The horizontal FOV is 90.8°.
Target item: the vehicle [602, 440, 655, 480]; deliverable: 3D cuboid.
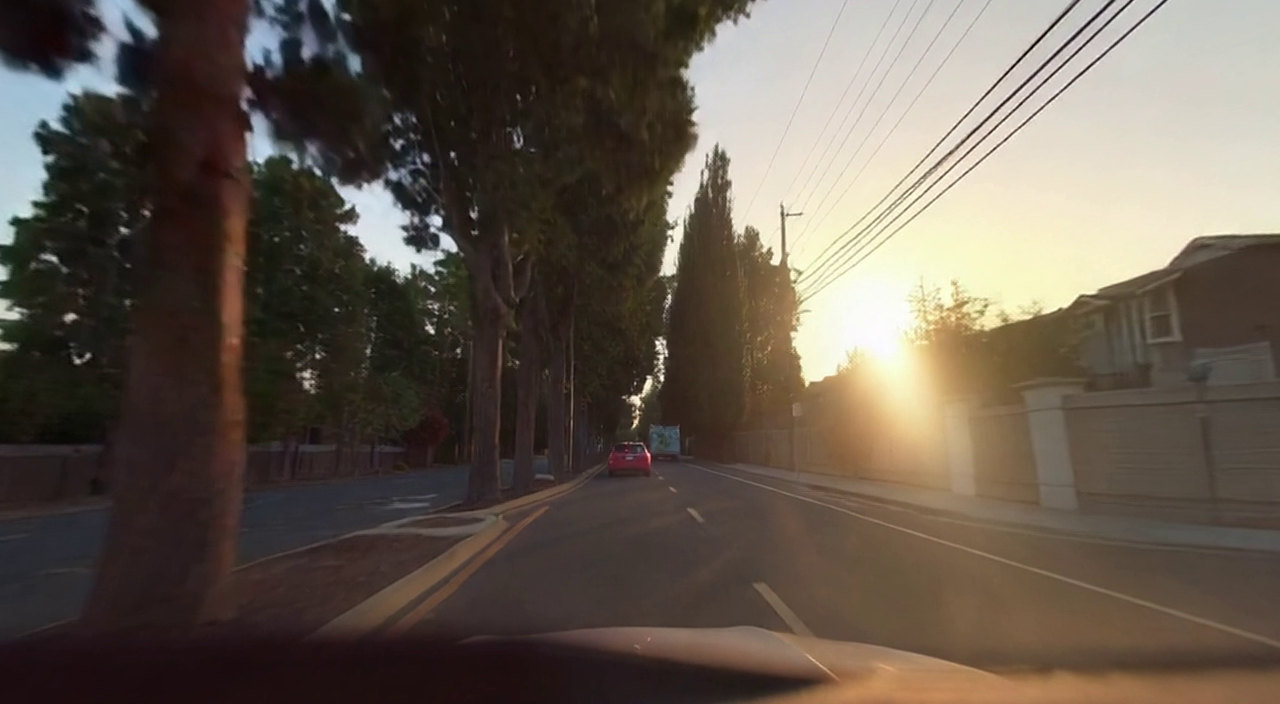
[{"bbox_3d":[-0.463,4.419,26.150,2.018,1.511,3.993,0,-8,-1],"label":"vehicle"}]
